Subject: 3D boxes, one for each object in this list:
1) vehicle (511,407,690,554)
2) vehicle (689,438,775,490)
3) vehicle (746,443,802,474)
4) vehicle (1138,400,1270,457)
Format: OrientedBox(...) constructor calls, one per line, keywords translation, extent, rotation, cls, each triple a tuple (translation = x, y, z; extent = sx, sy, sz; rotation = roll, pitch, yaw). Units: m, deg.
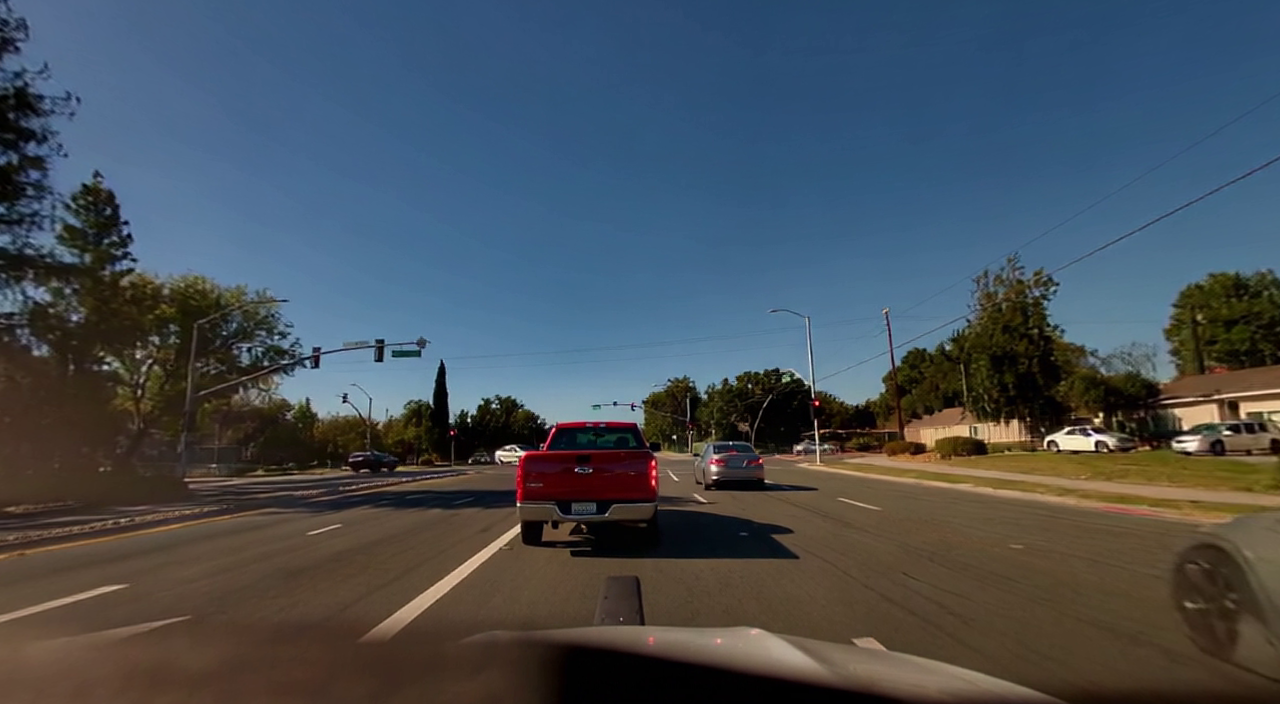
OrientedBox(translation=(-0.470, 1.898, 10.041), extent=(2.145, 1.762, 4.731), rotation=(0, -8, 0), cls="vehicle")
OrientedBox(translation=(2.853, 3.604, 20.680), extent=(2.073, 1.484, 4.437), rotation=(0, -8, -1), cls="vehicle")
OrientedBox(translation=(6.961, 5.543, 33.126), extent=(1.995, 1.528, 3.887), rotation=(0, -8, -1), cls="vehicle")
OrientedBox(translation=(30.529, 4.227, 34.390), extent=(2.892, 2.881, 4.178), rotation=(2, -9, -15), cls="vehicle")
